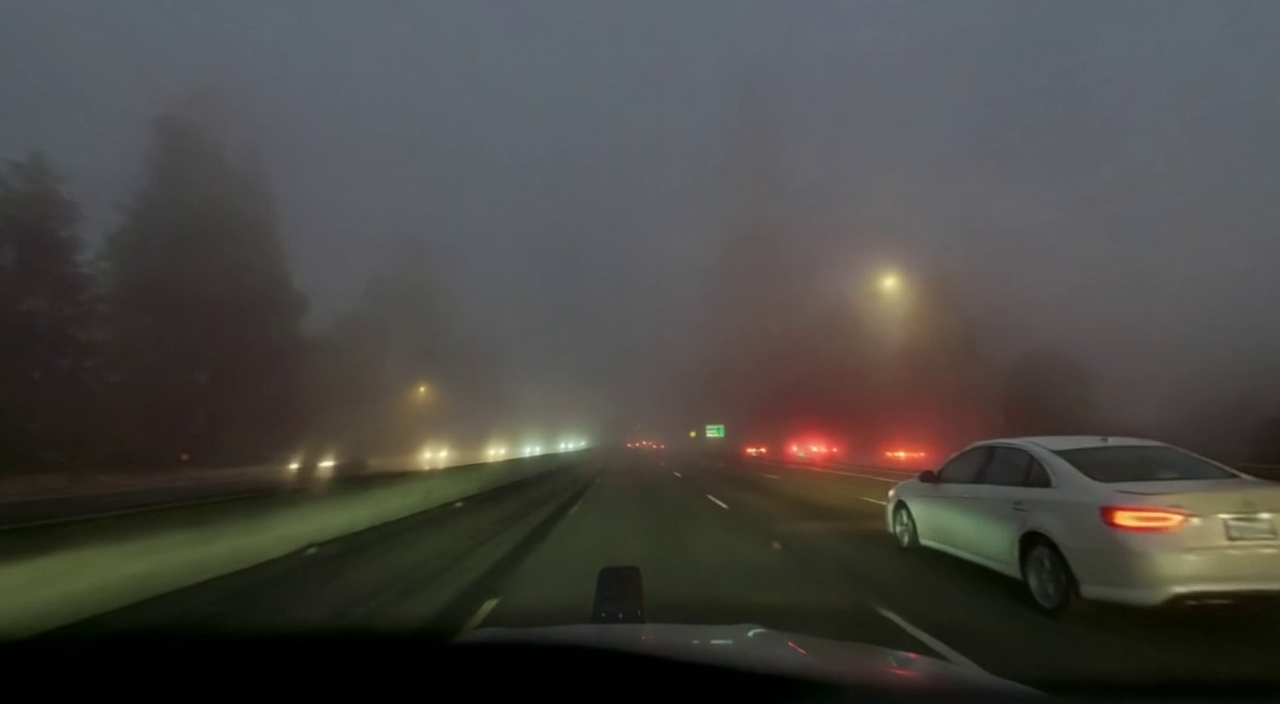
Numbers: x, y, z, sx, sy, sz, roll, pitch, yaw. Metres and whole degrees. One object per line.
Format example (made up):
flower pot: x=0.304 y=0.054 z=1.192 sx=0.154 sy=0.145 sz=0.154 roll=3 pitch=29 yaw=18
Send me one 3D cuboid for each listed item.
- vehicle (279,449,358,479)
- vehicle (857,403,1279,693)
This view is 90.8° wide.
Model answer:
vehicle: x=-14.546 y=5.055 z=28.824 sx=1.620 sy=1.198 sz=3.811 roll=0 pitch=-8 yaw=0
vehicle: x=3.855 y=1.361 z=5.715 sx=2.018 sy=1.477 sz=4.800 roll=0 pitch=-8 yaw=-1
